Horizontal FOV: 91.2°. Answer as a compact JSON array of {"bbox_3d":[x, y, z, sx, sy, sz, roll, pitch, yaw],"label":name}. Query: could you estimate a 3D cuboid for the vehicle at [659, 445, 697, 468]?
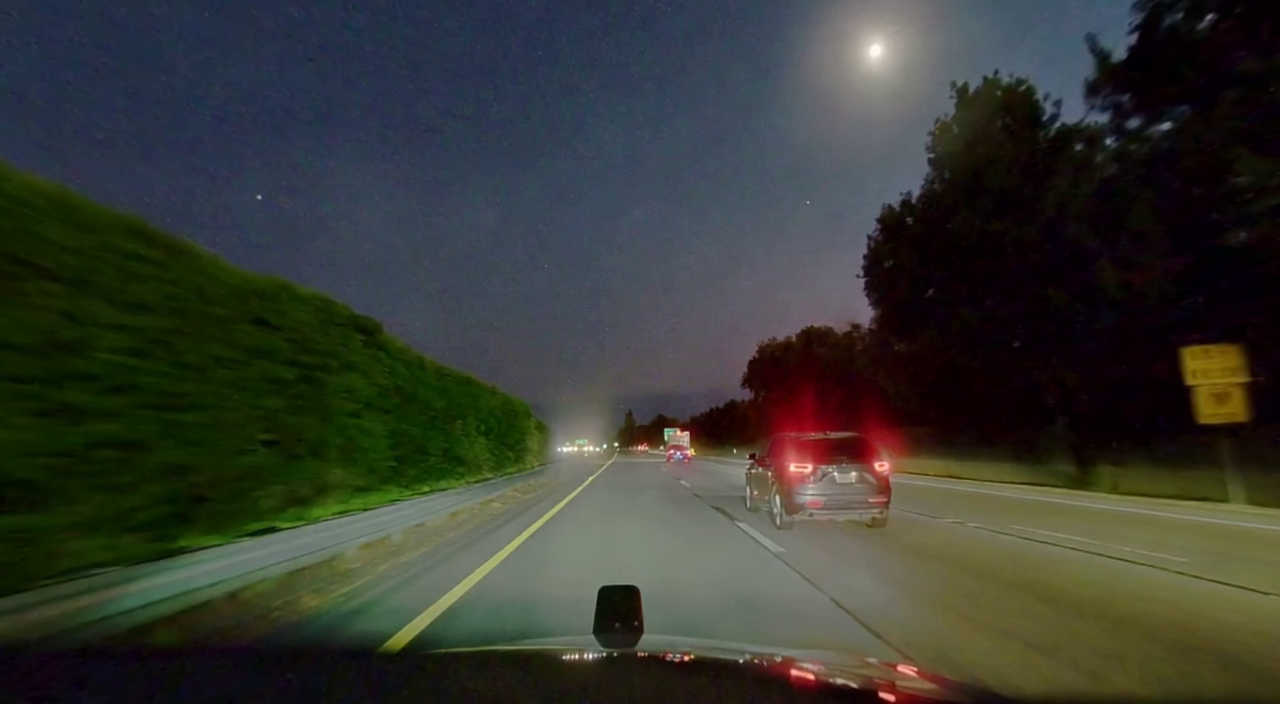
[{"bbox_3d":[2.588,7.247,43.613,2.244,1.498,4.338,0,-9,-2],"label":"vehicle"}]
